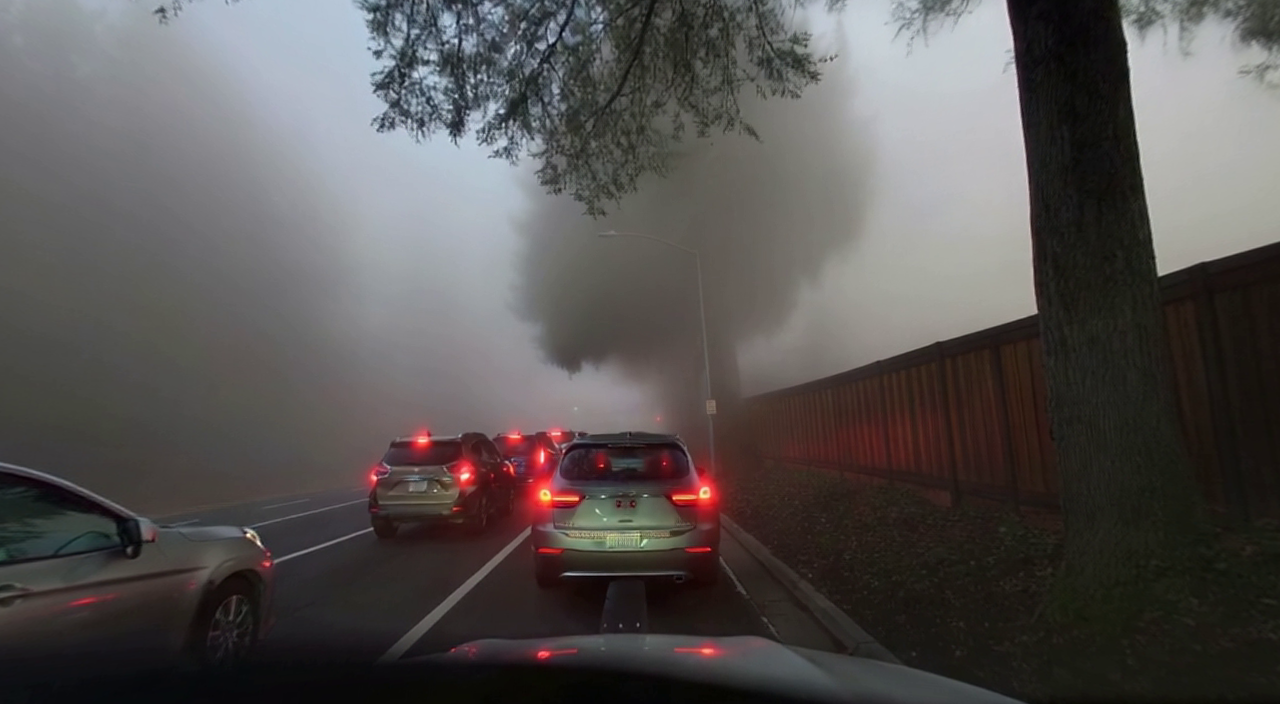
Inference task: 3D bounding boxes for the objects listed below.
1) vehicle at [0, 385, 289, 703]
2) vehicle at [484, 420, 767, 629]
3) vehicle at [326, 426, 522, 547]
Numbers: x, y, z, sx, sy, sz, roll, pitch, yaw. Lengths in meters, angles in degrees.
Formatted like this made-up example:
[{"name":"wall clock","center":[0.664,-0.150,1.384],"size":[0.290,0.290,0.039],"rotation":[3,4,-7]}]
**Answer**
[{"name":"vehicle","center":[-3.208,0.794,1.582],"size":[1.980,1.520,4.636],"rotation":[0,-8,0]},{"name":"vehicle","center":[-0.132,1.506,6.449],"size":[1.995,1.460,3.865],"rotation":[0,-8,-1]},{"name":"vehicle","center":[-3.221,2.063,10.255],"size":[1.850,1.582,3.688],"rotation":[0,-8,0]}]
